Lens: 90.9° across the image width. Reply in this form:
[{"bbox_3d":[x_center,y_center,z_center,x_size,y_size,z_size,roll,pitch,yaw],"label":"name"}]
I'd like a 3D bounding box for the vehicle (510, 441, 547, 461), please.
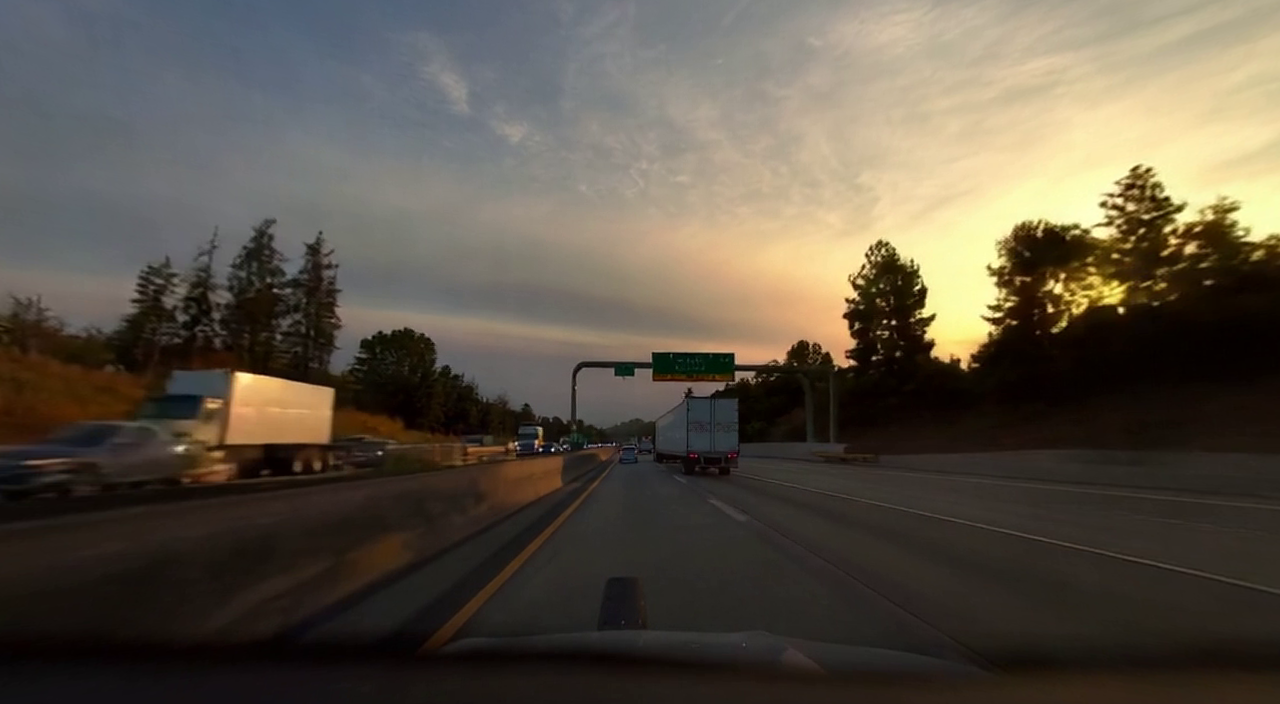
[{"bbox_3d":[-8.510,7.599,48.457,2.139,1.476,4.214,0,-9,-1],"label":"vehicle"}]

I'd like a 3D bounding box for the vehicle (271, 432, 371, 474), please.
[{"bbox_3d":[-12.023,3.846,24.045,1.902,1.450,3.714,0,-9,-1],"label":"vehicle"}]

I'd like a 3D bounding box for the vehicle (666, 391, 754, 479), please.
[{"bbox_3d":[3.481,4.788,35.434,2.931,4.009,12.800,0,-9,-2],"label":"vehicle"}]

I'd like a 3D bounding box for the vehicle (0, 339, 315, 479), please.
[{"bbox_3d":[-7.776,1.065,10.558,2.073,1.806,4.773,0,-8,0],"label":"vehicle"}]

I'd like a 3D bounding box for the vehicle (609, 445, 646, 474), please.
[{"bbox_3d":[-0.754,6.452,38.044,2.111,1.599,3.859,0,-9,-1],"label":"vehicle"}]

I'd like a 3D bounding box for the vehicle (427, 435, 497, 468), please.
[{"bbox_3d":[-8.503,4.825,30.523,2.013,1.451,4.635,0,-9,0],"label":"vehicle"}]
